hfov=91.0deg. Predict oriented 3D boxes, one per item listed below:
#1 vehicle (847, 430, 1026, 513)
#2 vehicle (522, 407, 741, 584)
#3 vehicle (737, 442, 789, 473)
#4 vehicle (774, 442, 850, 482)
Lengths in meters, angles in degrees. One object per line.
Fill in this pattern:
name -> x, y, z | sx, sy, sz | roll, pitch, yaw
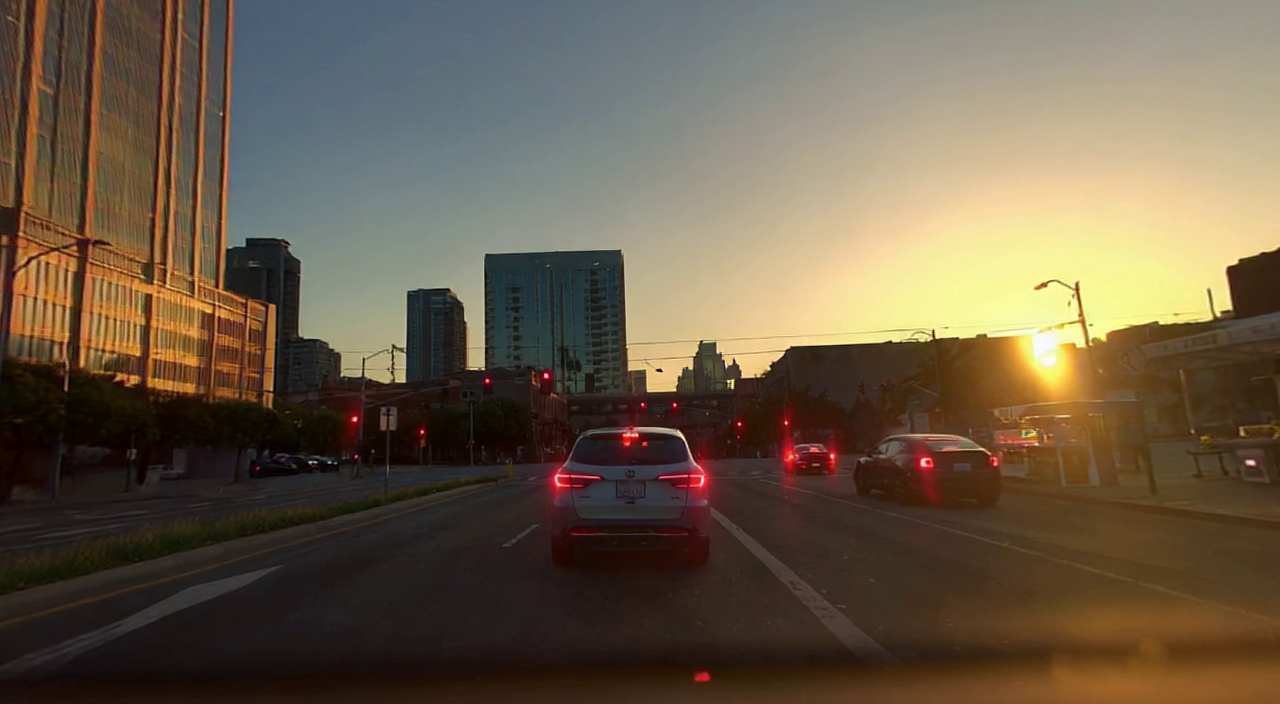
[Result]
vehicle -> 6.737, 2.763, 15.024 | 2.072, 1.652, 4.611 | 0, -8, 1
vehicle -> -0.064, 1.689, 8.124 | 2.115, 1.700, 3.901 | 0, -8, 1
vehicle -> 6.271, 5.451, 32.633 | 1.961, 1.477, 4.454 | 0, -8, 2
vehicle -> 6.837, 4.406, 25.460 | 1.833, 1.452, 4.237 | 0, -9, 0
